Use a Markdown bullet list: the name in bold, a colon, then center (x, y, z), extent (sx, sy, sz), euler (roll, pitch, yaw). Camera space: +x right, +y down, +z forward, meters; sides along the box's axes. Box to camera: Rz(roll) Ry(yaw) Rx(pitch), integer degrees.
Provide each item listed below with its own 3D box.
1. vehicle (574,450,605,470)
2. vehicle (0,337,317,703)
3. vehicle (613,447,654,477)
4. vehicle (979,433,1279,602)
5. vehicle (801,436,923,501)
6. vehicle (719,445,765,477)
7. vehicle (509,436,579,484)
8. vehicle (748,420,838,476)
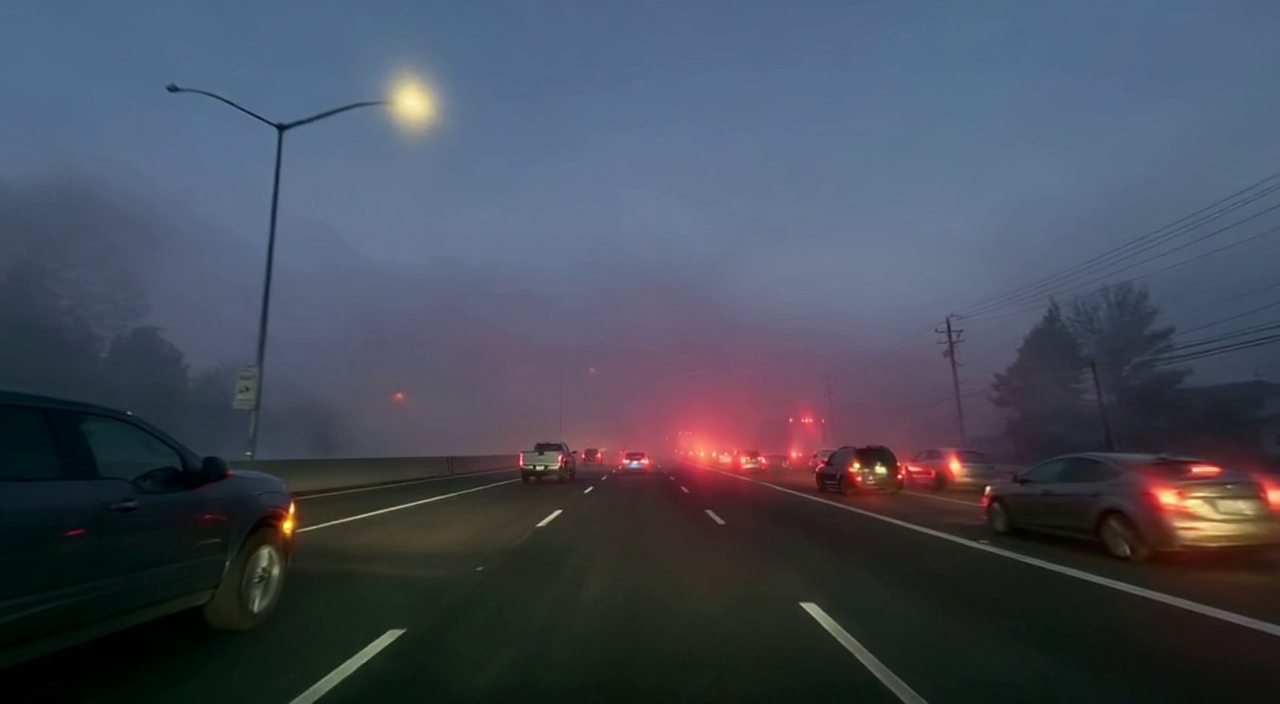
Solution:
- **vehicle**: center (-3.854, 8.325, 48.757), extent (1.984, 1.406, 4.030), euler (0, -9, 1)
- **vehicle**: center (-3.421, 0.793, 2.260), extent (2.127, 1.705, 4.374), euler (0, -9, 1)
- **vehicle**: center (-0.341, 5.927, 34.228), extent (2.060, 1.508, 4.308), euler (0, -9, 0)
- **vehicle**: center (6.555, 1.830, 7.965), extent (1.976, 1.485, 4.632), euler (0, -9, 0)
- **vehicle**: center (6.374, 3.374, 18.668), extent (2.058, 1.667, 4.209), euler (0, -9, 0)
- **vehicle**: center (5.311, 5.722, 33.300), extent (1.956, 1.576, 4.211), euler (0, -9, 3)
- **vehicle**: center (-3.946, 4.548, 26.814), extent (2.147, 1.825, 4.602), euler (0, -9, 1)
- **vehicle**: center (10.475, 6.810, 44.854), extent (3.442, 3.405, 11.948), euler (0, -9, 0)
